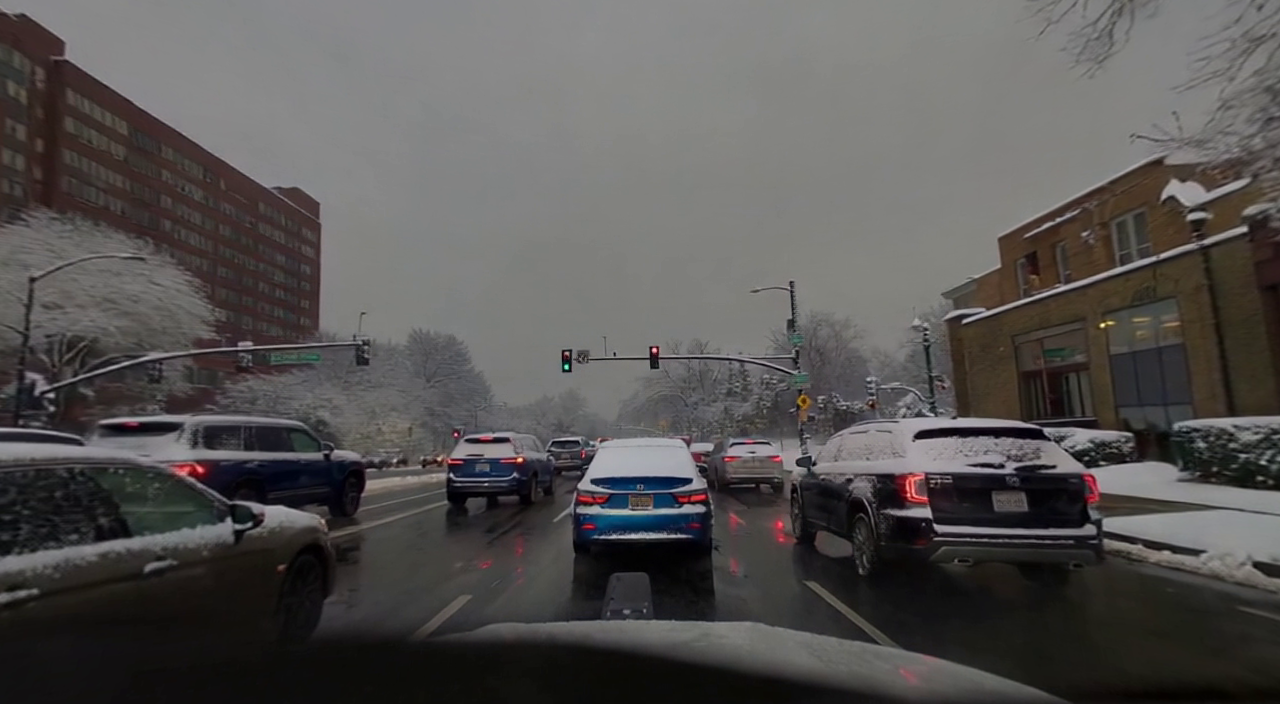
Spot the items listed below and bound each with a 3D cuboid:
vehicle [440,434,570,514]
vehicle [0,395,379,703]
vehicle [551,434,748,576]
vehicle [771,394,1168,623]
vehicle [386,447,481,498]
[{"bbox_3d":[-3.194,3.002,16.062,2.168,1.719,4.561,-1,-8,2],"label":"vehicle"},{"bbox_3d":[-3.308,1.018,2.878,2.144,1.505,4.635,-1,-9,2],"label":"vehicle"},{"bbox_3d":[0.076,1.965,8.906,2.147,1.507,3.953,0,-8,-1],"label":"vehicle"},{"bbox_3d":[3.062,1.551,7.212,2.108,1.785,4.334,0,-8,-1],"label":"vehicle"},{"bbox_3d":[-6.569,3.854,20.510,1.778,1.475,3.769,0,-9,0],"label":"vehicle"}]
